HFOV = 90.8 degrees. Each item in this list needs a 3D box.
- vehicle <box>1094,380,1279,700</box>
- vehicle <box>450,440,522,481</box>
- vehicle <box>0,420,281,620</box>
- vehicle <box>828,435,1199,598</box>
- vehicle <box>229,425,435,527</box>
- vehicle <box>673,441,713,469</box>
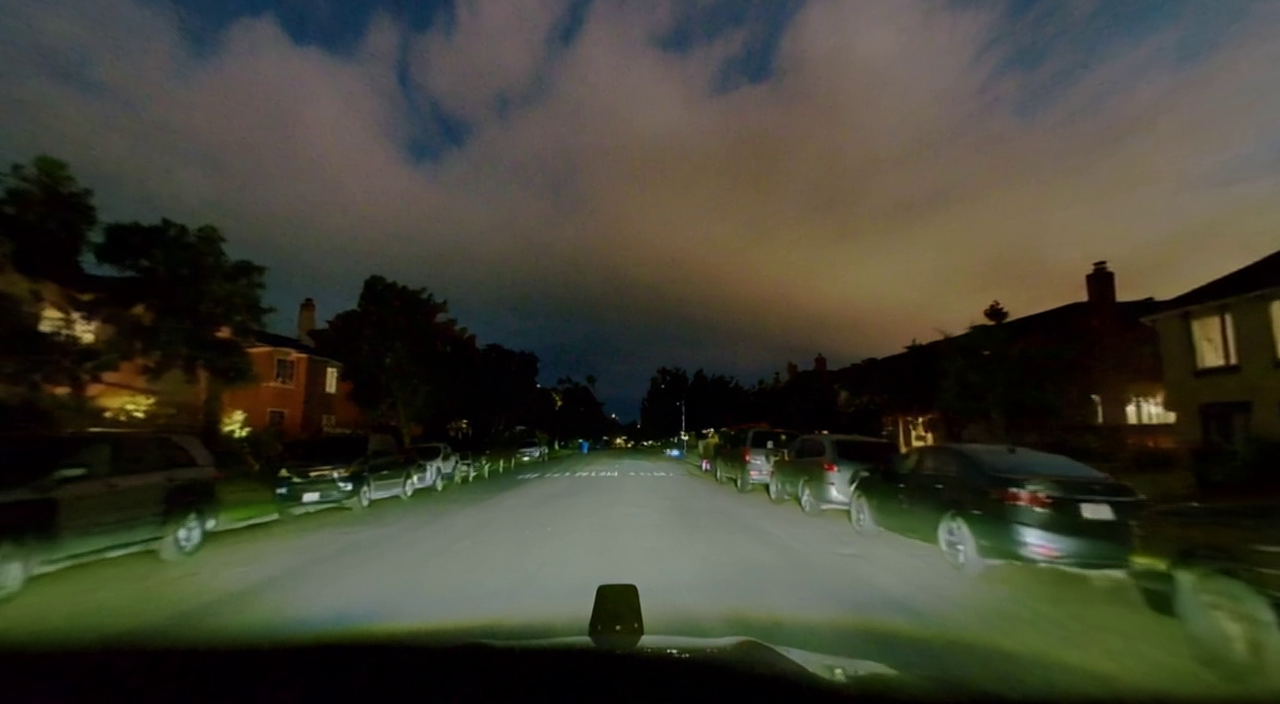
[{"bbox_3d":[4.504,0.897,2.570,1.918,1.740,4.415,0,-9,-1],"label":"vehicle"},{"bbox_3d":[-7.464,5.310,31.241,2.042,1.785,5.876,0,-9,0],"label":"vehicle"},{"bbox_3d":[-7.100,1.874,7.874,2.162,1.846,5.426,0,-9,-1],"label":"vehicle"},{"bbox_3d":[4.172,1.883,8.262,1.877,1.486,4.713,0,-9,-1],"label":"vehicle"},{"bbox_3d":[-7.189,2.948,15.798,2.195,2.023,6.055,0,-9,-1],"label":"vehicle"},{"bbox_3d":[3.546,7.029,43.267,2.101,1.771,4.747,0,-9,-2],"label":"vehicle"}]
